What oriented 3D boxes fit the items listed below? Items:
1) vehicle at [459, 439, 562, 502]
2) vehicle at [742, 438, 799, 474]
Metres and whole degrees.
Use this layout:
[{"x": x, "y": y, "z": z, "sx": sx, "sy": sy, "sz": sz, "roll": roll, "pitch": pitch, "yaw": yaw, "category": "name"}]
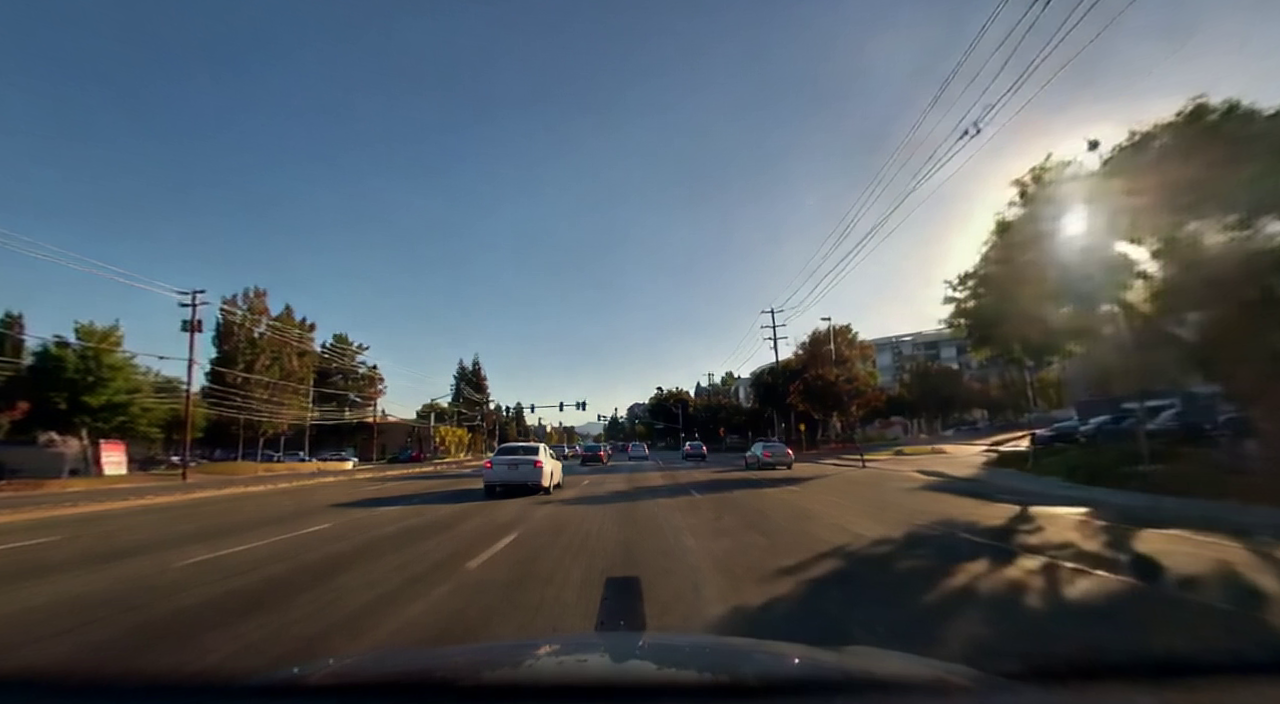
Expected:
[{"x": -3.318, "y": 3.116, "z": 17.075, "sx": 1.837, "sy": 1.463, "sz": 4.311, "roll": 0, "pitch": -8, "yaw": 0, "category": "vehicle"}, {"x": 6.613, "y": 5.303, "z": 32.440, "sx": 1.945, "sy": 1.706, "sz": 4.190, "roll": 0, "pitch": -8, "yaw": -1, "category": "vehicle"}]
